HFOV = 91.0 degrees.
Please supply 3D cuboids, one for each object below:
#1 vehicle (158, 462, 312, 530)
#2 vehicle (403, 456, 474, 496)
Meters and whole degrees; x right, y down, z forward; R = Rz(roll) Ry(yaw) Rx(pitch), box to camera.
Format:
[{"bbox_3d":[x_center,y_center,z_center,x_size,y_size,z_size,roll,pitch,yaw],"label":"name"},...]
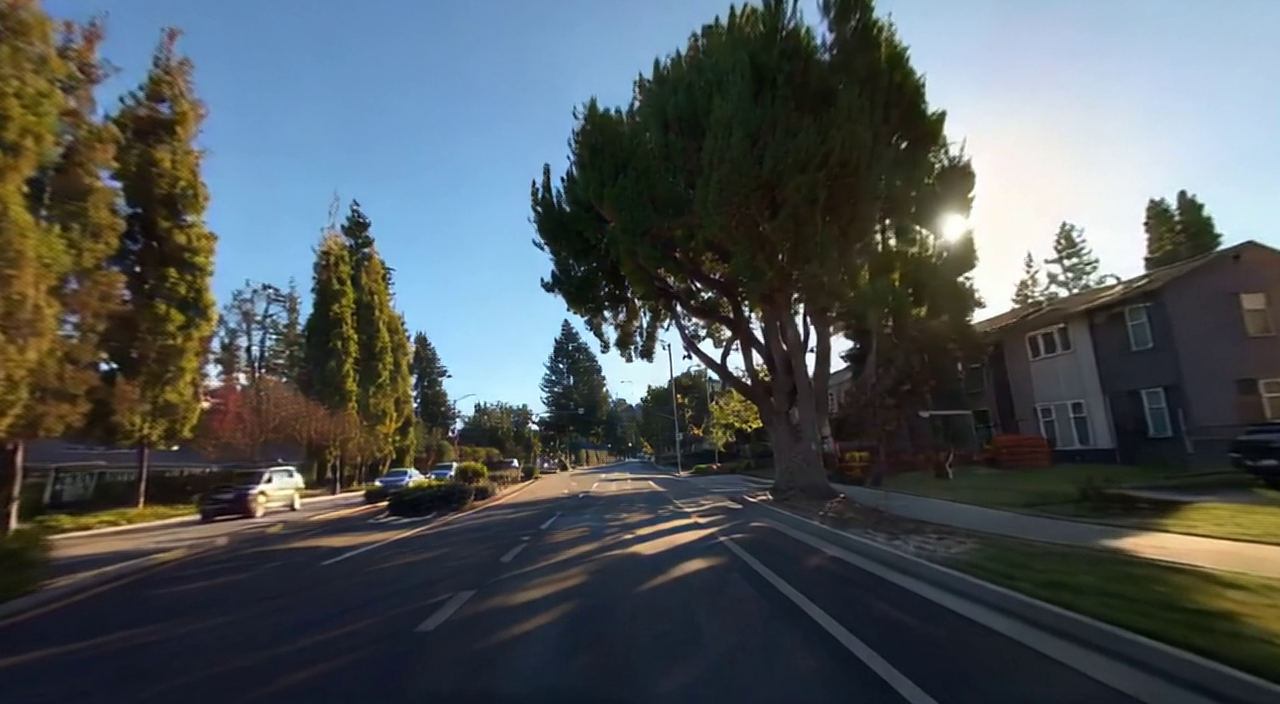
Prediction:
[{"bbox_3d":[-12.679,4.493,20.148,1.979,1.757,4.514,0,-8,-2],"label":"vehicle"},{"bbox_3d":[-9.661,5.951,30.556,1.984,1.646,4.529,0,-8,-1],"label":"vehicle"}]
